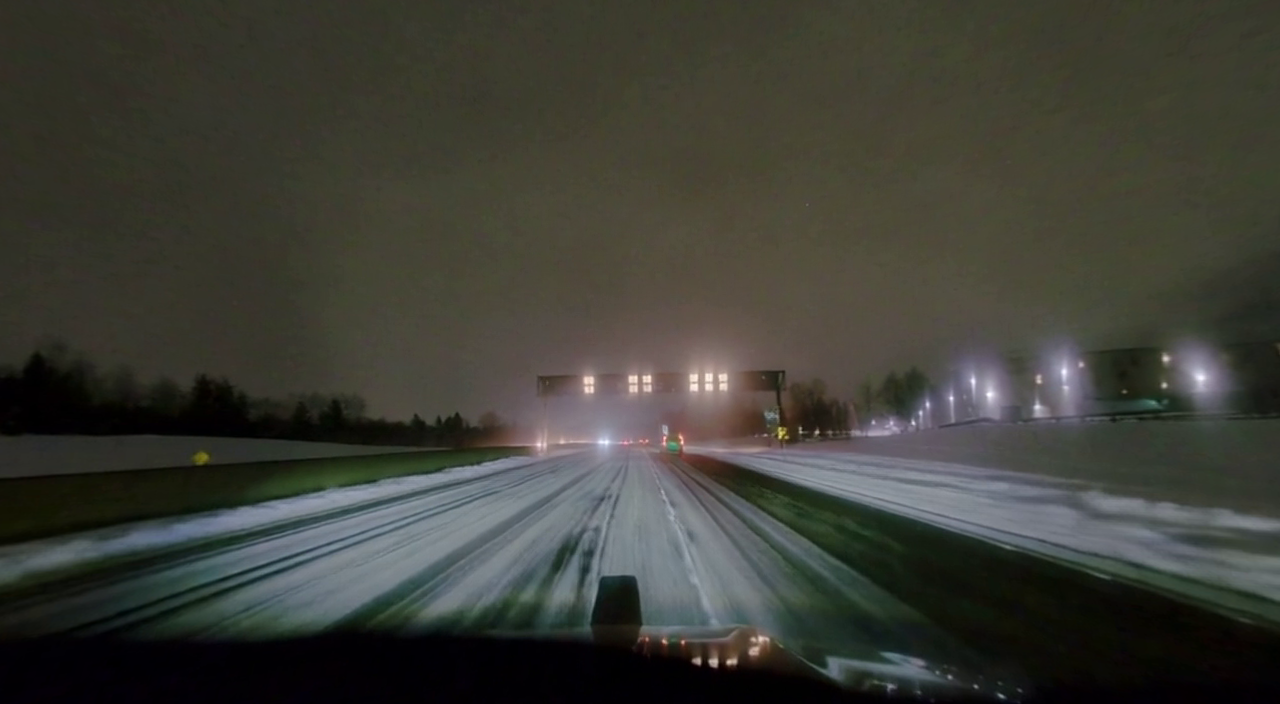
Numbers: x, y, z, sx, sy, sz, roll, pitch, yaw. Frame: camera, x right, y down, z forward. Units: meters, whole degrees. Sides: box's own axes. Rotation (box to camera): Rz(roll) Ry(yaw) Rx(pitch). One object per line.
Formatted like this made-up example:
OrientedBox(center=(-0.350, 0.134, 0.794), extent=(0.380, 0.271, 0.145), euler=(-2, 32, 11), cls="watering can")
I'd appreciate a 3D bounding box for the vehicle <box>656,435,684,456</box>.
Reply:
OrientedBox(center=(2.264, 7.158, 48.199), extent=(1.946, 1.481, 3.969), euler=(0, -8, 0), cls="vehicle")
